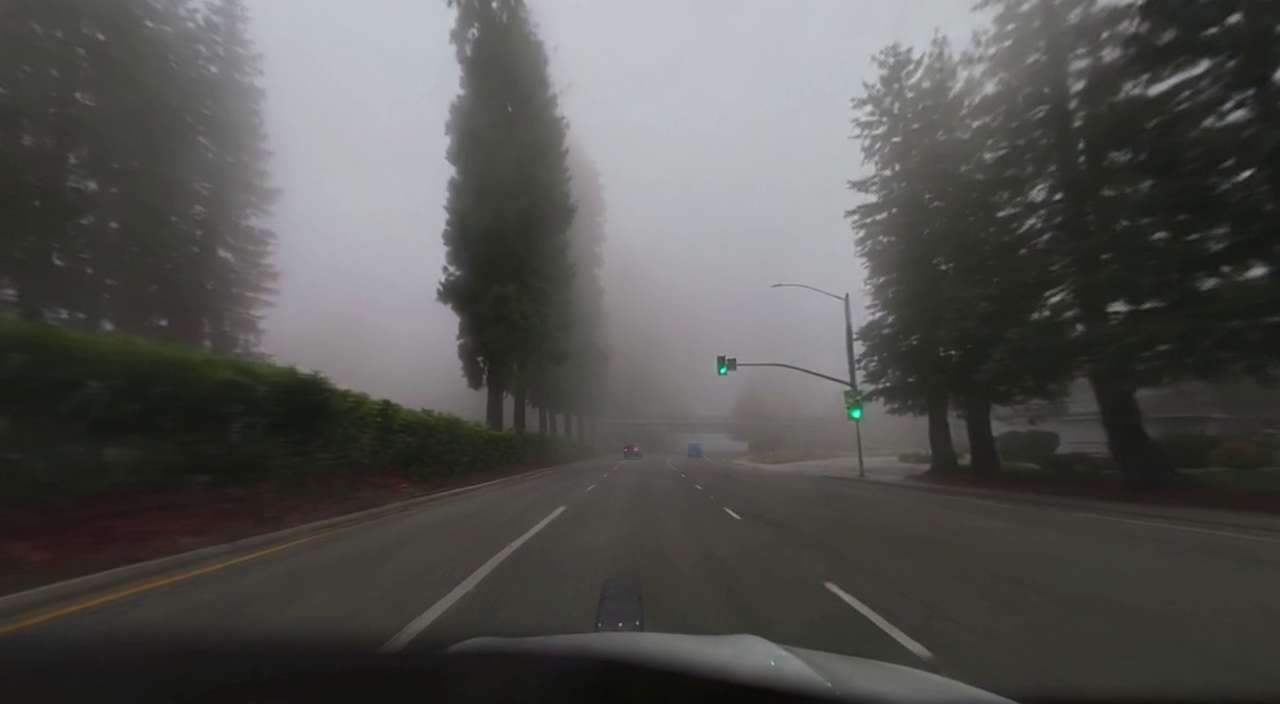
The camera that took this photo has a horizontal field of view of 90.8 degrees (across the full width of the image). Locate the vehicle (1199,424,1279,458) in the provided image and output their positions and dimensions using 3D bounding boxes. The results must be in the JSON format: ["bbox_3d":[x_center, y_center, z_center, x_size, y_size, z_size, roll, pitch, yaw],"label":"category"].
[{"bbox_3d":[30.089,4.314,30.789,3.796,1.461,1.695,-4,-9,6],"label":"vehicle"}]
